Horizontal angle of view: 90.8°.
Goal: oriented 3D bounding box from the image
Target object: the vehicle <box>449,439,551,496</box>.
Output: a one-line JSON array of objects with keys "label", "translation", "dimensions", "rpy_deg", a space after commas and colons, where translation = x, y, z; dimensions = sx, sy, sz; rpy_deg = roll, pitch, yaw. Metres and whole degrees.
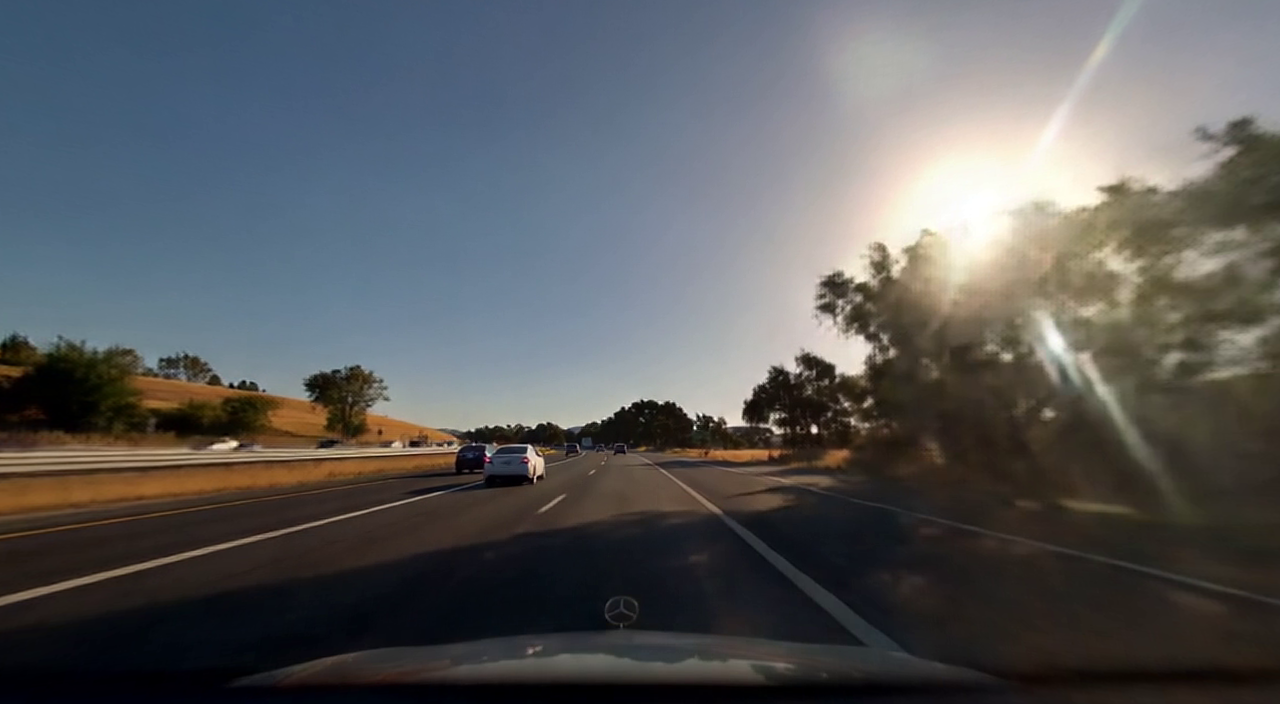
[{"label": "vehicle", "translation": [-4.112, 3.460, 19.361], "dimensions": [2.073, 1.516, 4.478], "rpy_deg": [0, -9, 0]}]

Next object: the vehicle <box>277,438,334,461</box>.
[{"label": "vehicle", "translation": [-25.514, 7.446, 48.362], "dimensions": [1.902, 1.663, 4.507], "rpy_deg": [0, -9, -1]}]

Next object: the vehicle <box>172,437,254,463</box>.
[{"label": "vehicle", "translation": [-29.440, 6.764, 43.779], "dimensions": [2.245, 1.692, 4.979], "rpy_deg": [0, -9, -1]}]
